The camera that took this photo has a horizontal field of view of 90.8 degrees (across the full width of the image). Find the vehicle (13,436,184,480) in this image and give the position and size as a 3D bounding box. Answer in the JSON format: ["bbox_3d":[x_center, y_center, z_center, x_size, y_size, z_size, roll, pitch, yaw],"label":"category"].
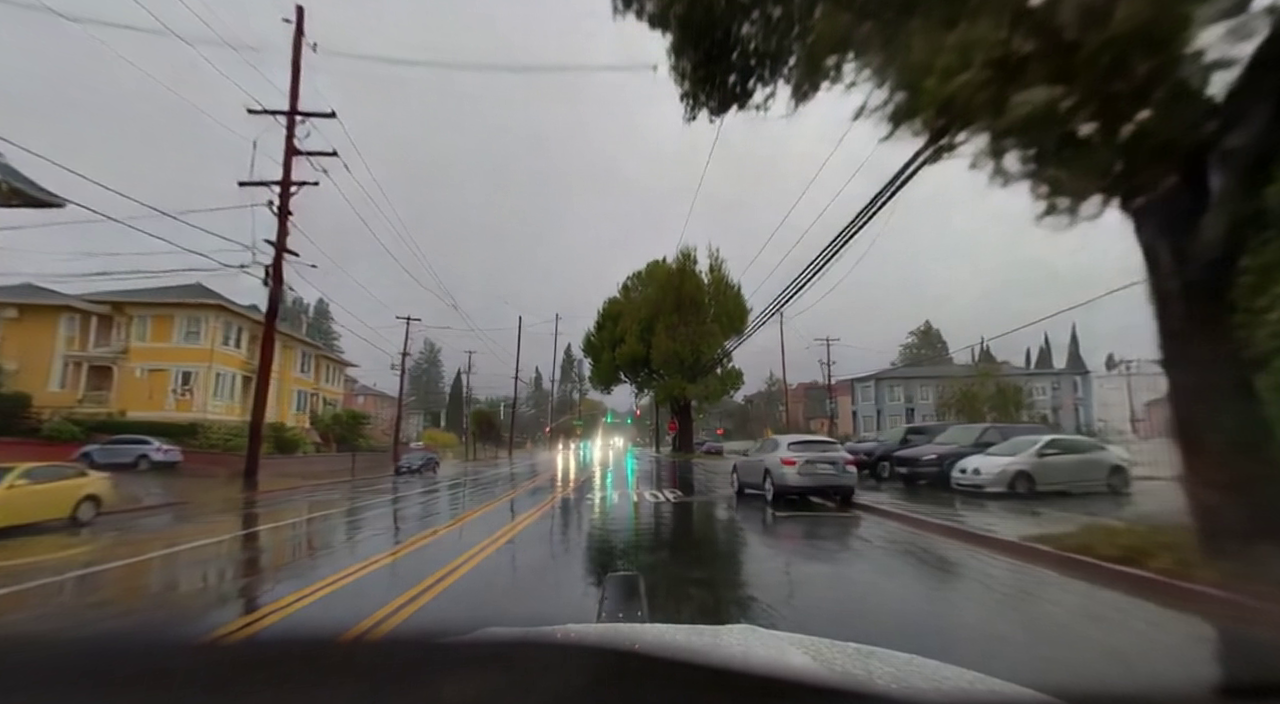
[{"bbox_3d":[-21.597,4.219,25.373,4.819,1.646,2.093,0,-8,-2],"label":"vehicle"}]

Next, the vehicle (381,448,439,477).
[{"bbox_3d":[-12.959,6.229,35.844,1.957,1.459,4.913,1,-8,-7],"label":"vehicle"}]

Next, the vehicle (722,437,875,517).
[{"bbox_3d":[3.205,2.642,13.951,1.917,1.434,4.733,0,-8,-3],"label":"vehicle"}]

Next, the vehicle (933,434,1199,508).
[{"bbox_3d":[9.317,2.641,14.420,4.658,1.465,2.025,-4,-9,24],"label":"vehicle"}]

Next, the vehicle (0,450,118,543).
[{"bbox_3d":[-11.695,2.517,11.136,1.936,1.516,3.647,0,-8,-3],"label":"vehicle"}]
